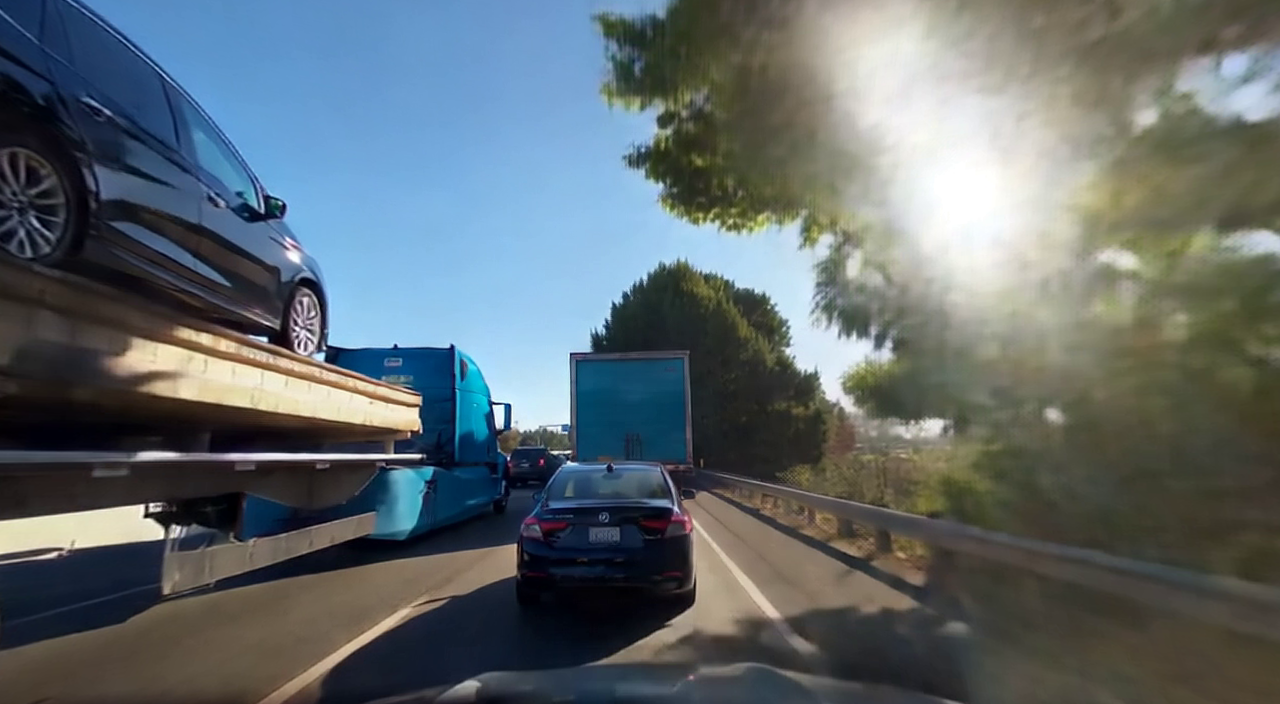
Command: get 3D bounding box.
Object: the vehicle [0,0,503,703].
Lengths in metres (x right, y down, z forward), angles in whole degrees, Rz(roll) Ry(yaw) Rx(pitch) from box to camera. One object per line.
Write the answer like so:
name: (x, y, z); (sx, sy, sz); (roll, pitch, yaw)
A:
vehicle: (-4.615, 0.427, 7.333); (2.836, 4.059, 14.286); (0, -9, 0)

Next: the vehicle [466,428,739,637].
vehicle: (-0.290, 1.588, 6.387); (1.991, 1.507, 3.391); (0, -9, -1)
